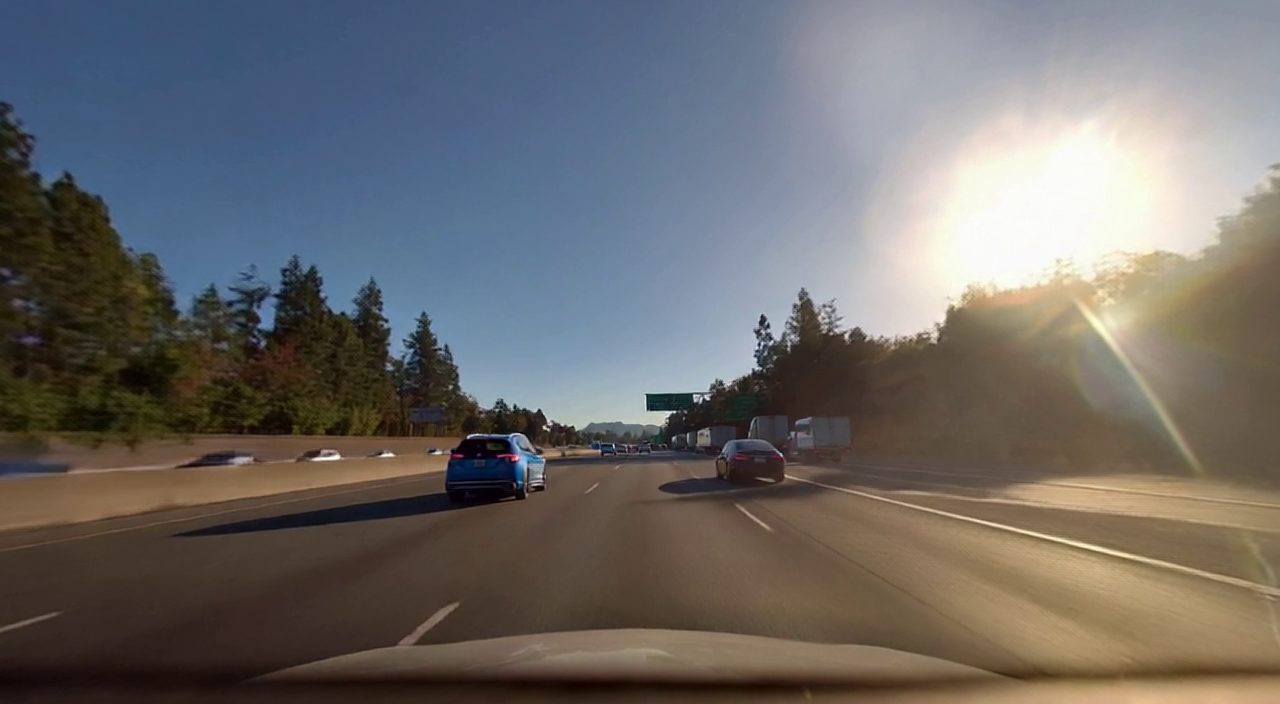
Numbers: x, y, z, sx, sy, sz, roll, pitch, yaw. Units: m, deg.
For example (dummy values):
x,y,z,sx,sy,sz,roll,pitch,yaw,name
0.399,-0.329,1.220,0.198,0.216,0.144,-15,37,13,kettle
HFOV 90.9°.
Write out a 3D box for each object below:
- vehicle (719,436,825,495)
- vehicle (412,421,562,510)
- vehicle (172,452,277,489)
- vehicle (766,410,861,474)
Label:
x,y,z,sx,sy,sz,roll,pitch,yaw,name
3.709,3.281,18.655,2.080,1.493,4.674,0,-9,0,vehicle
-3.432,2.698,15.418,2.218,1.764,5.229,0,-9,2,vehicle
-19.380,5.516,29.703,1.762,1.542,4.666,0,-9,0,vehicle
7.772,4.141,28.878,2.729,2.628,4.875,0,-9,-2,vehicle
